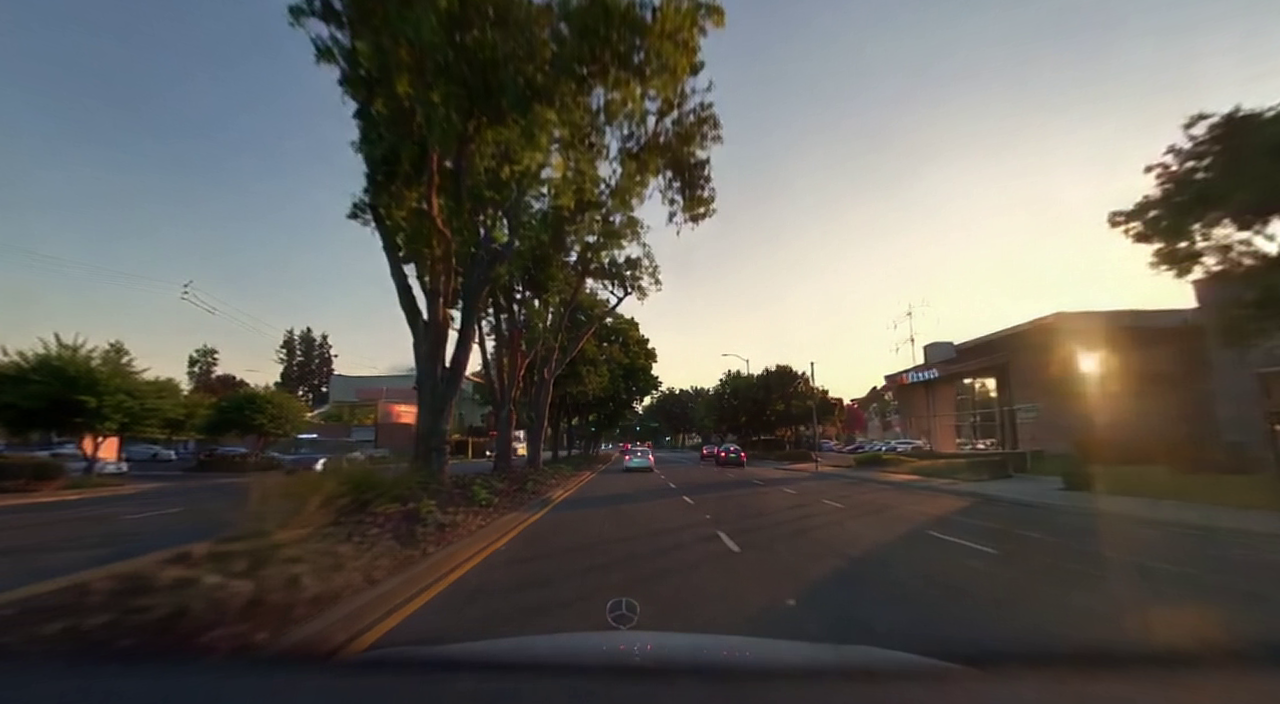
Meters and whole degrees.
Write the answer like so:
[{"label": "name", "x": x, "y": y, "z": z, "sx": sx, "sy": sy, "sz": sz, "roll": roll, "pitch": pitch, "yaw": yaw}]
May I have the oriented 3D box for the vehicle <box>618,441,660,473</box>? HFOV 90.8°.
[{"label": "vehicle", "x": -0.079, "y": 5.536, "z": 33.613, "sx": 2.072, "sy": 1.545, "sz": 4.578, "roll": 0, "pitch": -8, "yaw": 0}]
